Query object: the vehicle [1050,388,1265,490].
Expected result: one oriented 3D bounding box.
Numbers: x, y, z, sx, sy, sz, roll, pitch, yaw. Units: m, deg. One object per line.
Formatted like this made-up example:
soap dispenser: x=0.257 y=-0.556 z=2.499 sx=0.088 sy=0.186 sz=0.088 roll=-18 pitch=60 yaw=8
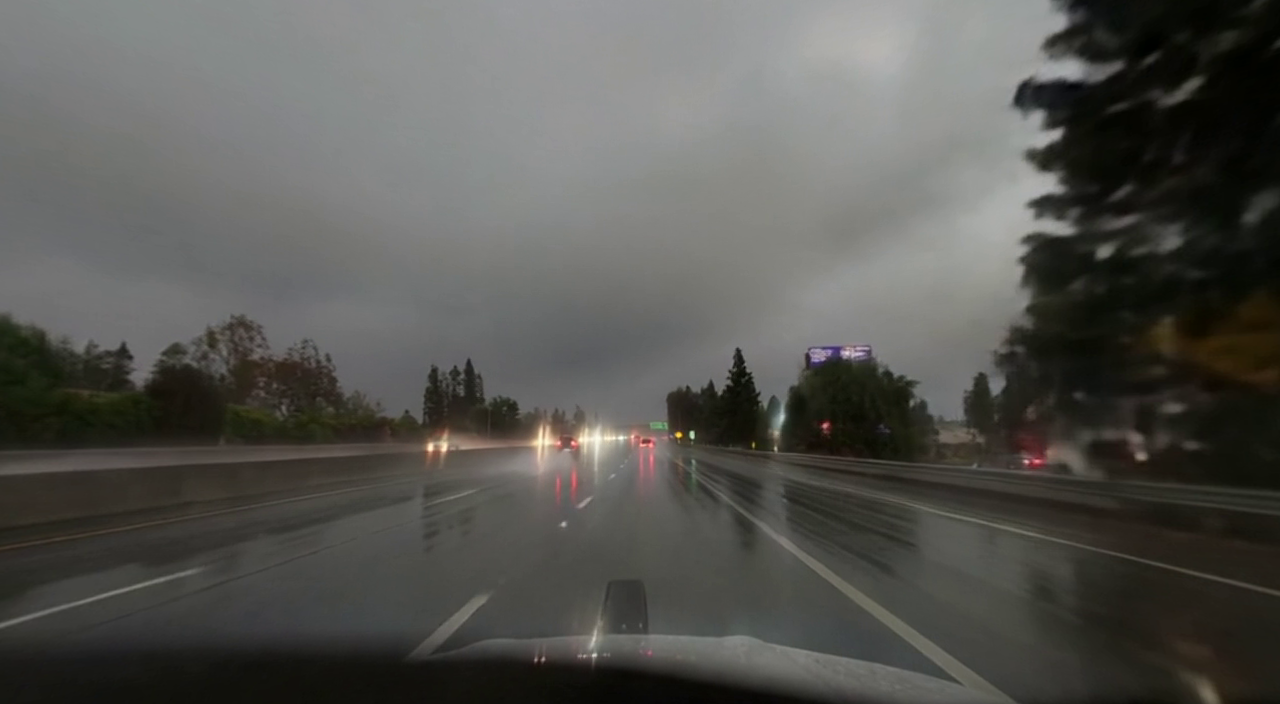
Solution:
vehicle: x=18.969 y=3.279 z=23.723 sx=3.411 sy=3.351 sz=5.369 roll=0 pitch=-8 yaw=1
